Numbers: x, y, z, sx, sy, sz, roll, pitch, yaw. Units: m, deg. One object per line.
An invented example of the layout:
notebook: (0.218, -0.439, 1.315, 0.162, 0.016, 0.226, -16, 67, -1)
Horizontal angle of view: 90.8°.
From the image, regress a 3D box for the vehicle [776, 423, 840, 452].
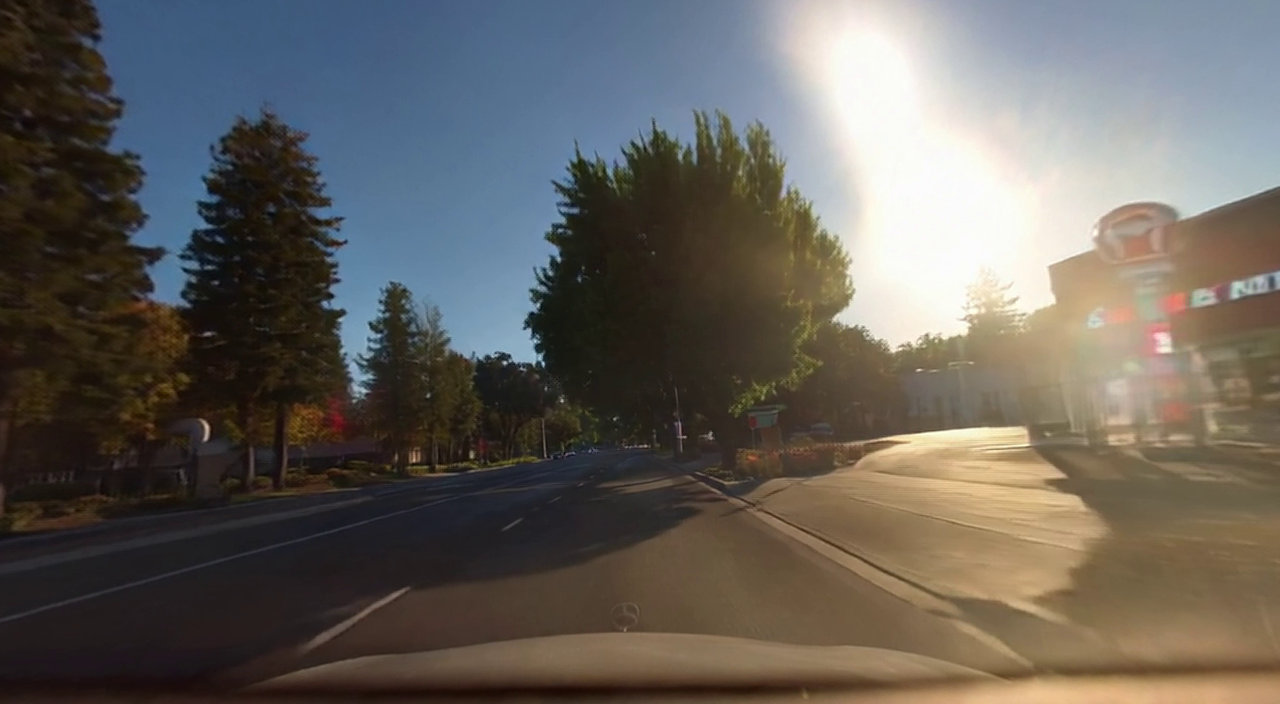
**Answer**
vehicle: (12.738, 6.572, 48.251, 1.939, 1.753, 4.974, 2, -12, -23)
